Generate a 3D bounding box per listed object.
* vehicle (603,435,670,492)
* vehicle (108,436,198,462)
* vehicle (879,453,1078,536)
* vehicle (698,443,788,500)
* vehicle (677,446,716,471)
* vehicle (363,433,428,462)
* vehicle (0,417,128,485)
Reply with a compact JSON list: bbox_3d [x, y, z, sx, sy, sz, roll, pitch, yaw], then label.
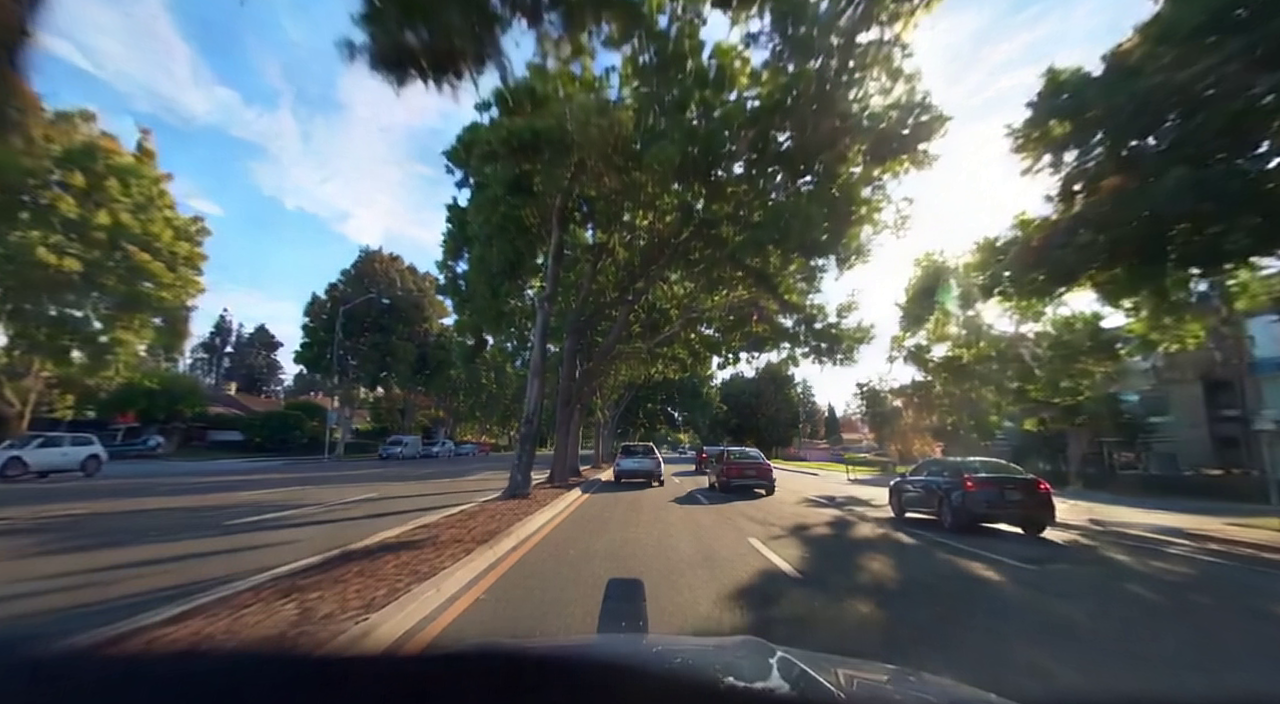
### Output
[{"bbox_3d":[-0.097,3.651,20.905,2.008,1.674,4.239,0,-8,0],"label":"vehicle"},{"bbox_3d":[-28.678,5.721,37.153,1.867,1.420,4.409,0,-8,-1],"label":"vehicle"},{"bbox_3d":[7.098,2.984,13.816,1.944,1.458,4.268,0,-8,-1],"label":"vehicle"},{"bbox_3d":[2.985,3.541,19.123,1.932,1.510,4.168,0,-8,-1],"label":"vehicle"},{"bbox_3d":[3.561,6.778,40.177,2.012,1.462,4.163,0,-8,-1],"label":"vehicle"},{"bbox_3d":[-18.672,7.341,48.359,2.226,2.019,6.809,0,-8,1],"label":"vehicle"},{"bbox_3d":[-18.676,2.932,18.635,2.094,1.863,5.694,0,-8,0],"label":"vehicle"}]
